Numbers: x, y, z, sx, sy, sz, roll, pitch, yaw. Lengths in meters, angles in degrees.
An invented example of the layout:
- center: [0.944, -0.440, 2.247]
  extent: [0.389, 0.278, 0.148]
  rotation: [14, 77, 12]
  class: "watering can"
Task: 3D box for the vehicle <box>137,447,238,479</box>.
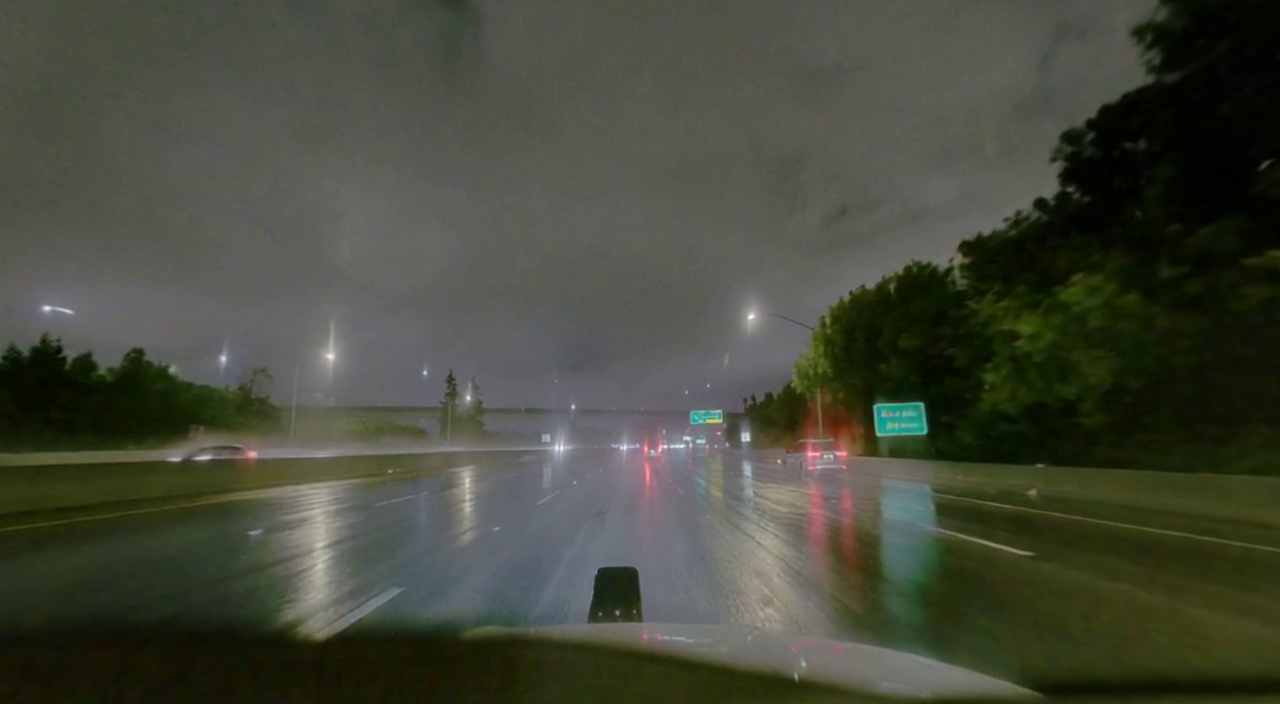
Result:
- center: [-21.501, 5.259, 30.259]
  extent: [1.765, 1.419, 4.186]
  rotation: [0, -9, -1]
  class: "vehicle"
